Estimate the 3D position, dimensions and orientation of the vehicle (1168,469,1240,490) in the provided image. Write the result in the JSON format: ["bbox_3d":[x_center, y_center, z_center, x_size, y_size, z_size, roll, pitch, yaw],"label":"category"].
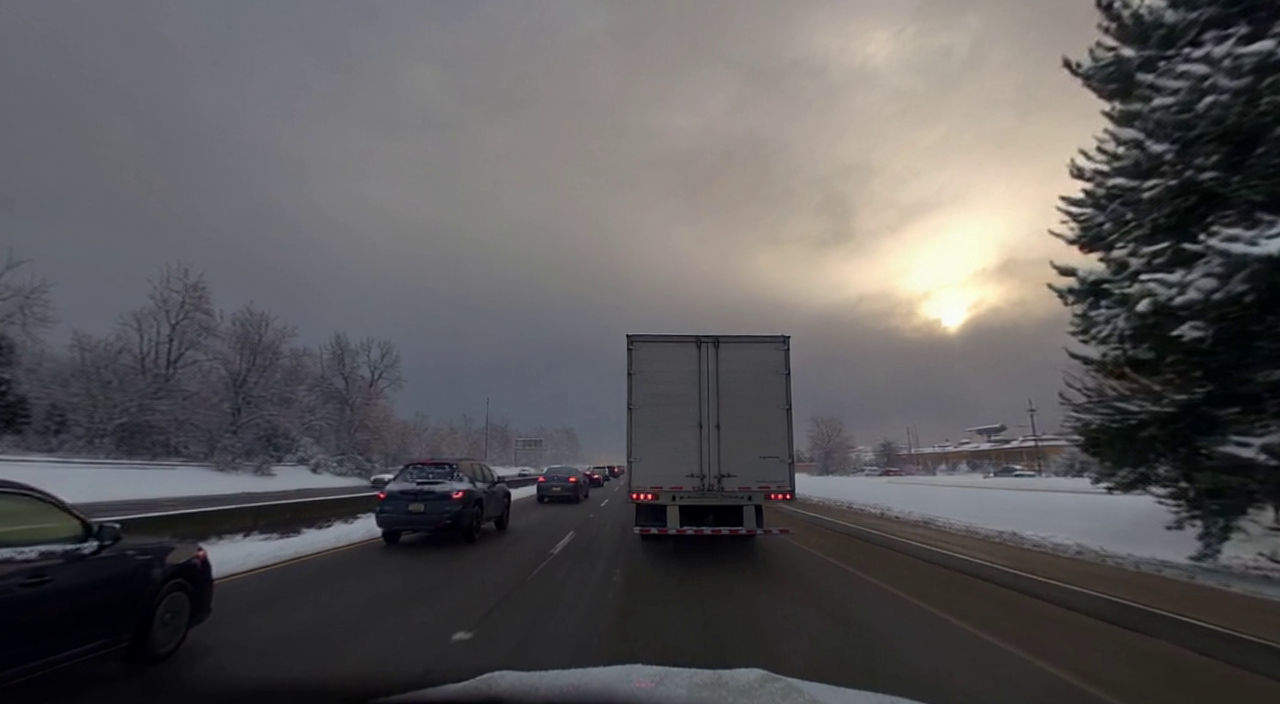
[{"bbox_3d":[43.462,9.823,48.578,3.974,1.485,1.709,1,-11,-4],"label":"vehicle"}]

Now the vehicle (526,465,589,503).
[{"bbox_3d":[-3.438,5.620,27.060,1.964,1.482,4.371,0,-11,2],"label":"vehicle"}]

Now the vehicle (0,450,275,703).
[{"bbox_3d":[-4.223,1.179,3.111,2.043,1.391,4.515,0,-11,1],"label":"vehicle"}]

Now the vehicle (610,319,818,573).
[{"bbox_3d":[1.143,2.049,13.178,2.831,3.529,8.689,0,-11,2],"label":"vehicle"}]

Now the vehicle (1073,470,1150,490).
[{"bbox_3d":[36.266,9.867,48.544,4.299,1.465,1.807,-1,-11,7],"label":"vehicle"}]

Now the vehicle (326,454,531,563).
[{"bbox_3d":[-3.430,2.684,11.406,1.983,1.509,4.679,0,-11,1],"label":"vehicle"}]
